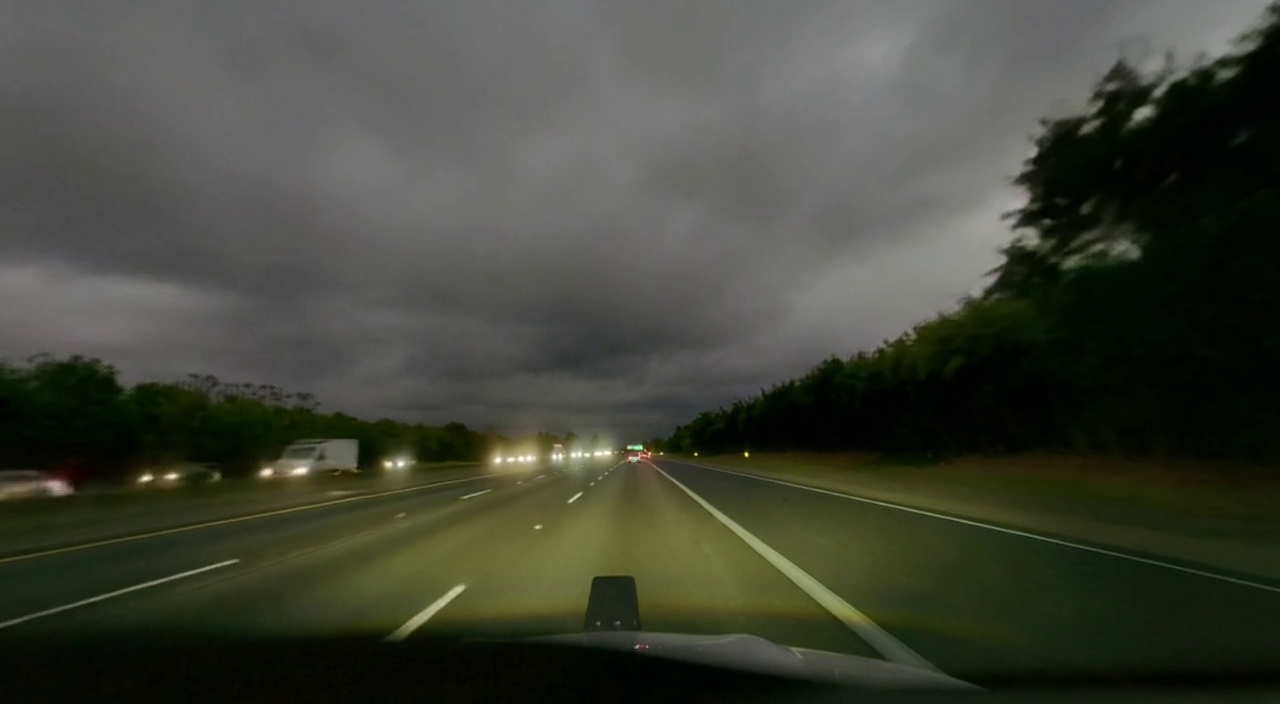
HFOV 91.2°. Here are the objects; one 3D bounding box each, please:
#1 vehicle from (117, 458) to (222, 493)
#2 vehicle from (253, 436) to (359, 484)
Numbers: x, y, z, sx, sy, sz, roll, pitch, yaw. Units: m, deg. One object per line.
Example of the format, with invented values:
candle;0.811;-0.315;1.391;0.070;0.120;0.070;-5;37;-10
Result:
vehicle;-26.275;6.880;35.276;2.016;1.742;5.039;0;-9;-1
vehicle;-18.901;6.142;35.964;2.341;2.454;6.780;0;-9;0
